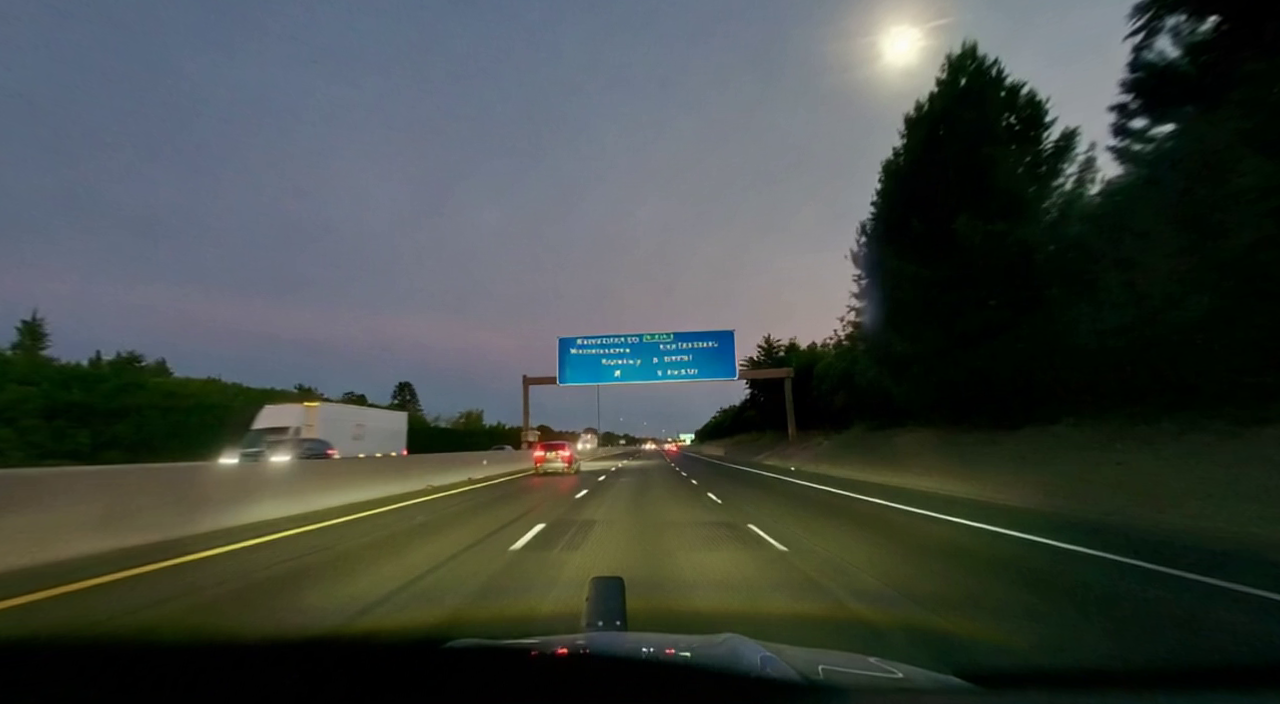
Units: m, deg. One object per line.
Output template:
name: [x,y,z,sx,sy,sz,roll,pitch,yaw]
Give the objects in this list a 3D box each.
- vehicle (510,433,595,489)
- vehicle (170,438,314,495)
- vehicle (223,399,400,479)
vehicle: [-2.787,3.596,20.995,2.183,1.662,3.968,0,-9,1]
vehicle: [-15.002,4.316,24.225,2.090,1.914,5.158,0,-9,0]
vehicle: [-19.395,5.481,39.126,3.227,4.084,13.972,0,-9,1]
